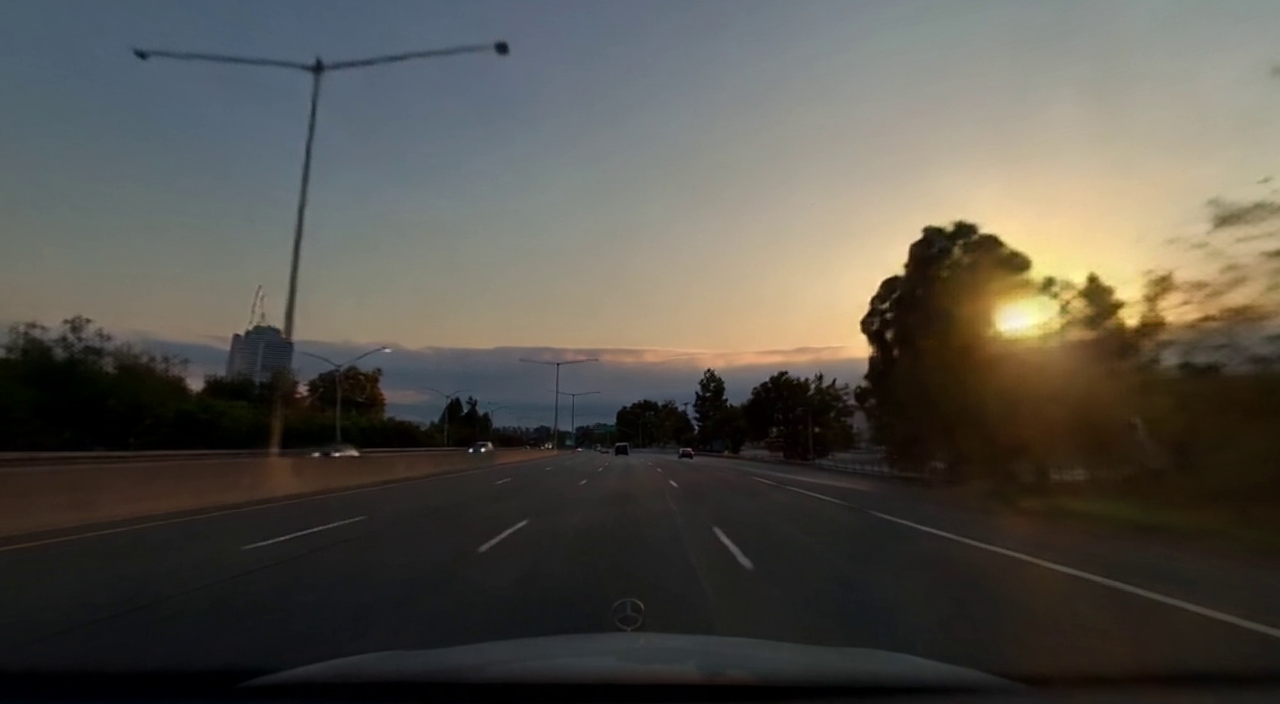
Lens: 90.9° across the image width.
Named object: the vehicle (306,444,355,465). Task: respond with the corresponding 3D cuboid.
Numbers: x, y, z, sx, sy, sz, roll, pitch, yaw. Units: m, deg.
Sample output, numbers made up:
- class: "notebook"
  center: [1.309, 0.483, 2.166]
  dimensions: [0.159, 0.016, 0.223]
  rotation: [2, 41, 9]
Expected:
- class: "vehicle"
  center: [-23.523, 7.789, 48.082]
  dimensions: [1.914, 1.457, 3.812]
  rotation: [0, -9, -1]
